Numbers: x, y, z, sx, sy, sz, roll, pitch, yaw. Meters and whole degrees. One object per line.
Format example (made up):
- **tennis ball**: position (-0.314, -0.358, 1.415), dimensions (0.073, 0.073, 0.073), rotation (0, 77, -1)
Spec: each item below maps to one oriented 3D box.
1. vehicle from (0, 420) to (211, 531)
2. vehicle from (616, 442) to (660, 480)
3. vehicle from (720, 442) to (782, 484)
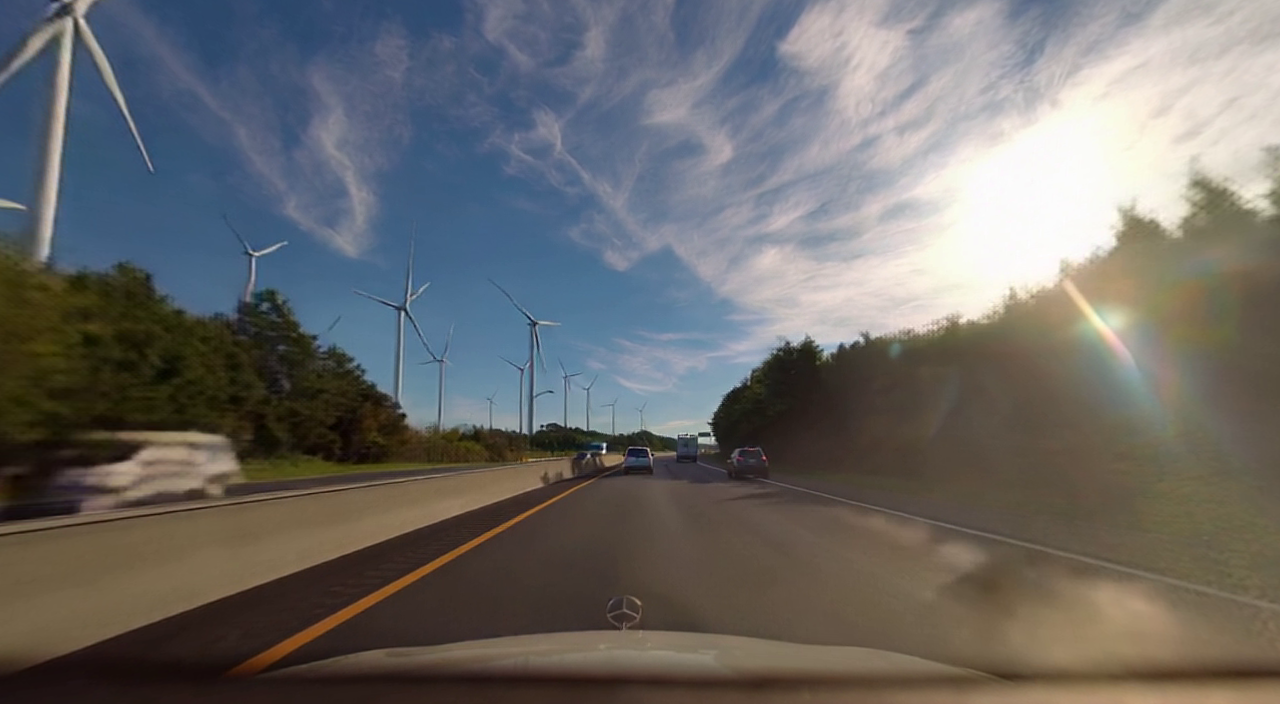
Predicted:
- **vehicle**: position (-12.836, 2.762, 14.596), dimensions (2.083, 2.091, 5.097), rotation (-1, -9, 1)
- **vehicle**: position (-0.078, 5.334, 31.056), dimensions (2.038, 1.723, 4.150), rotation (0, -9, 1)
- **vehicle**: position (4.872, 4.955, 28.373), dimensions (2.040, 1.721, 4.507), rotation (0, -9, 1)
